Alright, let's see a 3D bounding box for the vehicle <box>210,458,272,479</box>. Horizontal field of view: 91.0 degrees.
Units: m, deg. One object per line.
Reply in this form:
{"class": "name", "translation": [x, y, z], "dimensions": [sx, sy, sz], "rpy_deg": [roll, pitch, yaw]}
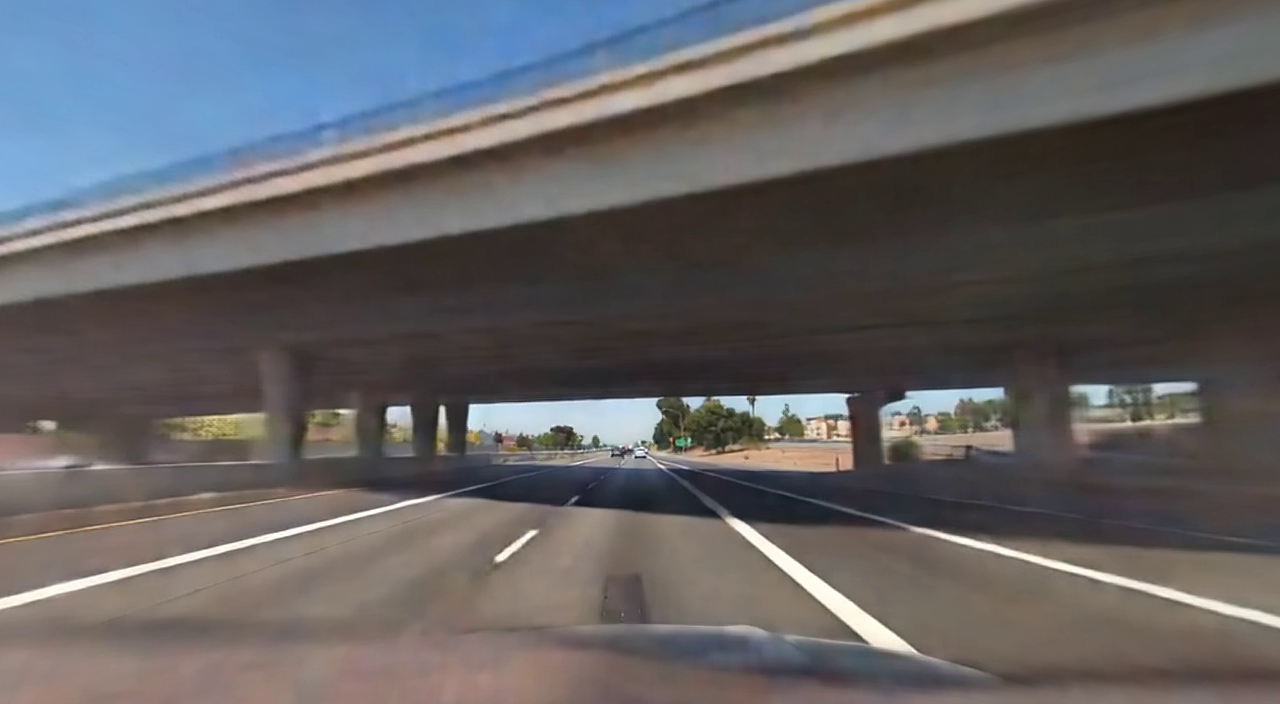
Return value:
{"class": "vehicle", "translation": [-31.076, 9.061, 49.155], "dimensions": [1.908, 1.519, 4.564], "rpy_deg": [0, -9, -1]}

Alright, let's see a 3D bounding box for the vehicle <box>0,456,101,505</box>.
{"class": "vehicle", "translation": [-21.583, 4.366, 21.637], "dimensions": [1.877, 1.533, 4.700], "rpy_deg": [0, -9, 1]}
